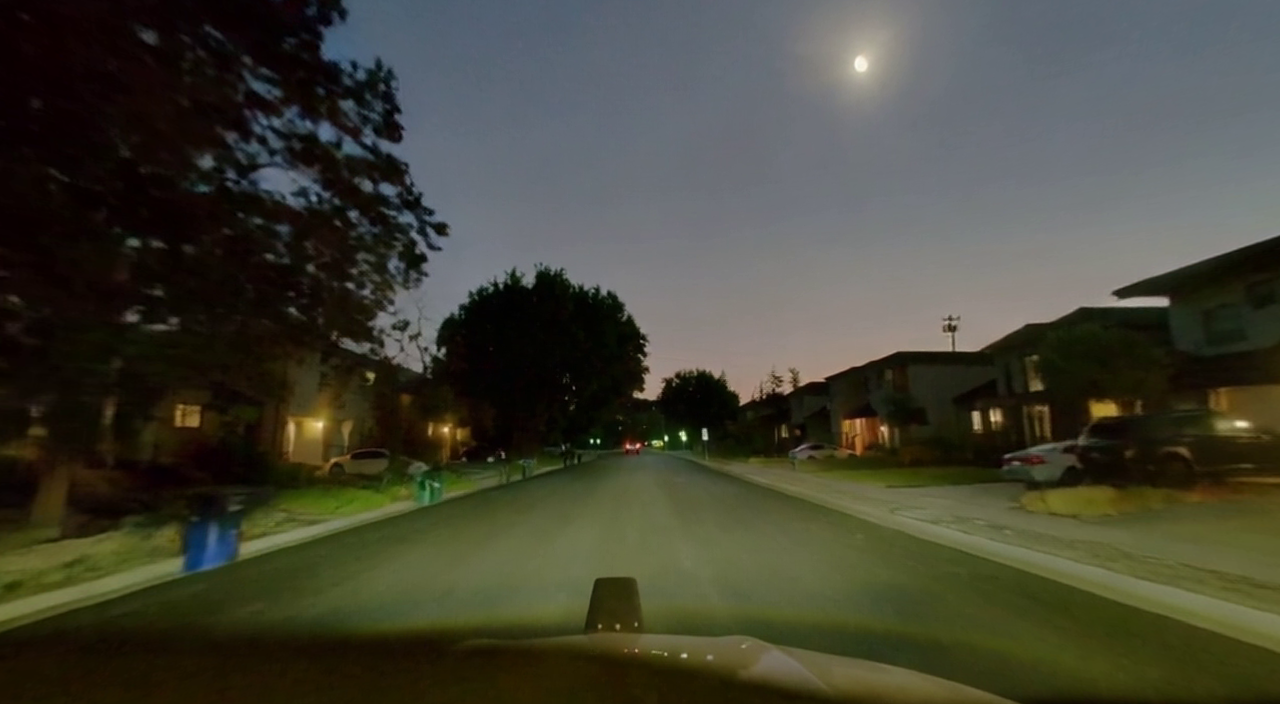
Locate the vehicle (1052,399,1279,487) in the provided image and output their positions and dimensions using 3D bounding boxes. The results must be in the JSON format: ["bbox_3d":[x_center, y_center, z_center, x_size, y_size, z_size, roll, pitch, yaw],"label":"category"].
[{"bbox_3d":[12.957,2.131,14.707,5.049,1.845,2.327,0,-9,0],"label":"vehicle"}]

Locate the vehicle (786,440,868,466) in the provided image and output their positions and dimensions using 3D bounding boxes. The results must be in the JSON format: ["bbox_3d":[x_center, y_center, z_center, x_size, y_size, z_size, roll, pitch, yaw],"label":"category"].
[{"bbox_3d":[11.927,6.480,40.483,4.626,1.541,1.866,1,-9,-2],"label":"vehicle"}]

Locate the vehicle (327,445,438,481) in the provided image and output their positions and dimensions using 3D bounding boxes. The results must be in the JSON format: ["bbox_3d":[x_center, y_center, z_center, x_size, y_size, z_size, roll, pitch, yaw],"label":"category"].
[{"bbox_3d":[-13.297,5.760,32.918,4.887,1.788,2.006,1,-8,-3],"label":"vehicle"}]
